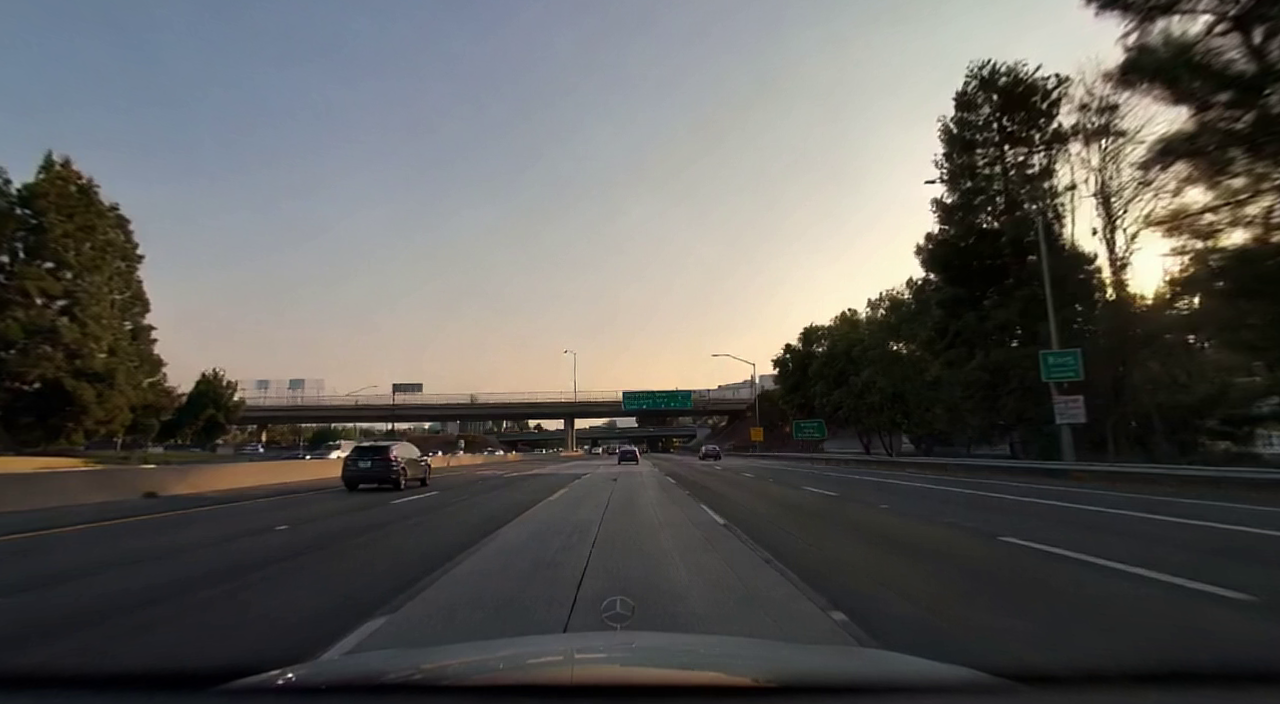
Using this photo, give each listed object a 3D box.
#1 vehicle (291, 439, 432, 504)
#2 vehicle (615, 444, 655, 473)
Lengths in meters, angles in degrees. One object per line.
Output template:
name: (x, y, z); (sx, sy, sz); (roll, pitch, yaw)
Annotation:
vehicle: (-7.465, 3.227, 17.511); (1.957, 1.554, 4.350); (0, -8, -1)
vehicle: (-0.321, 5.730, 34.326); (2.012, 1.471, 4.059); (0, -8, -2)
